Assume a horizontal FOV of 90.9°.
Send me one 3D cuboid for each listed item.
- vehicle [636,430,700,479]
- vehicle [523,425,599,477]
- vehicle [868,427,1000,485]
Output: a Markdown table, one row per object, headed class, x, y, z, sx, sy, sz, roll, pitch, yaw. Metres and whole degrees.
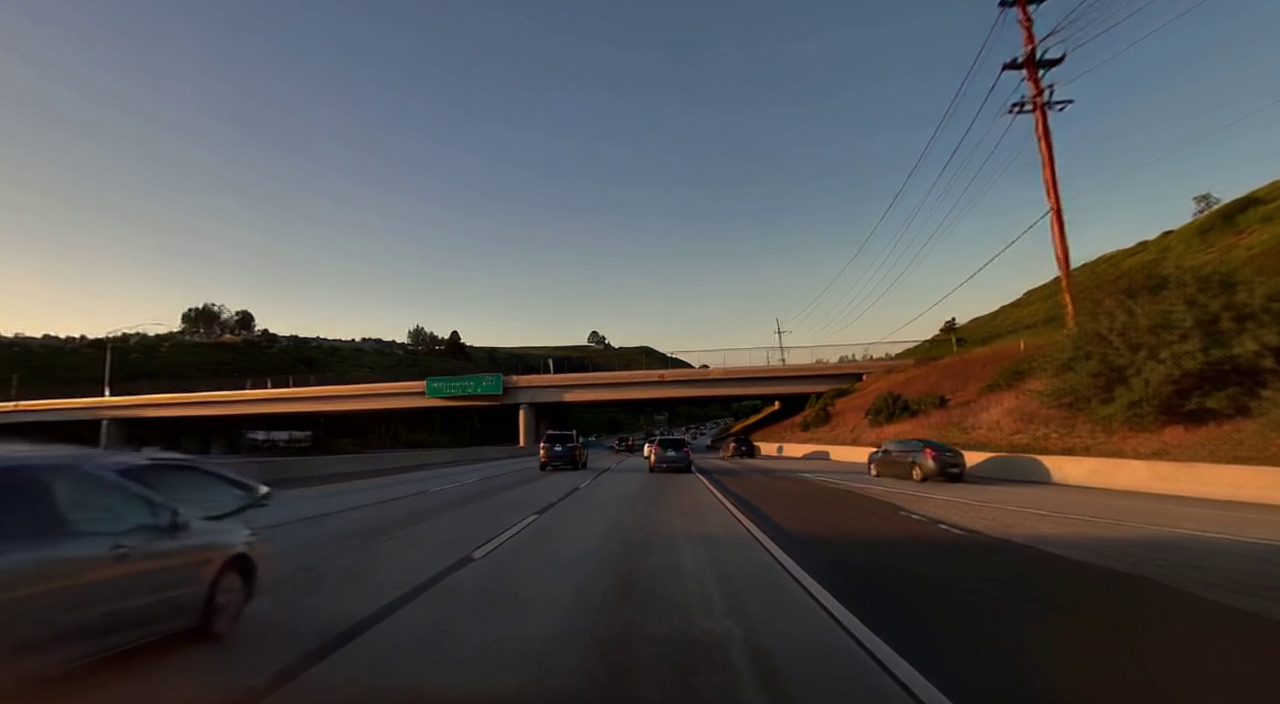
| class | x | y | z | sx | sy | sz | roll | pitch | yaw |
| --- | --- | --- | --- | --- | --- | --- | --- | --- | --- |
| vehicle | 0.958 | 3.859 | 23.918 | 2.193 | 1.651 | 3.946 | 0 | -8 | 0 |
| vehicle | -3.008 | 3.926 | 25.143 | 2.228 | 1.845 | 4.847 | -1 | -8 | 2 |
| vehicle | 10.971 | 3.912 | 24.057 | 2.059 | 1.938 | 4.793 | 1 | -9 | -10 |
